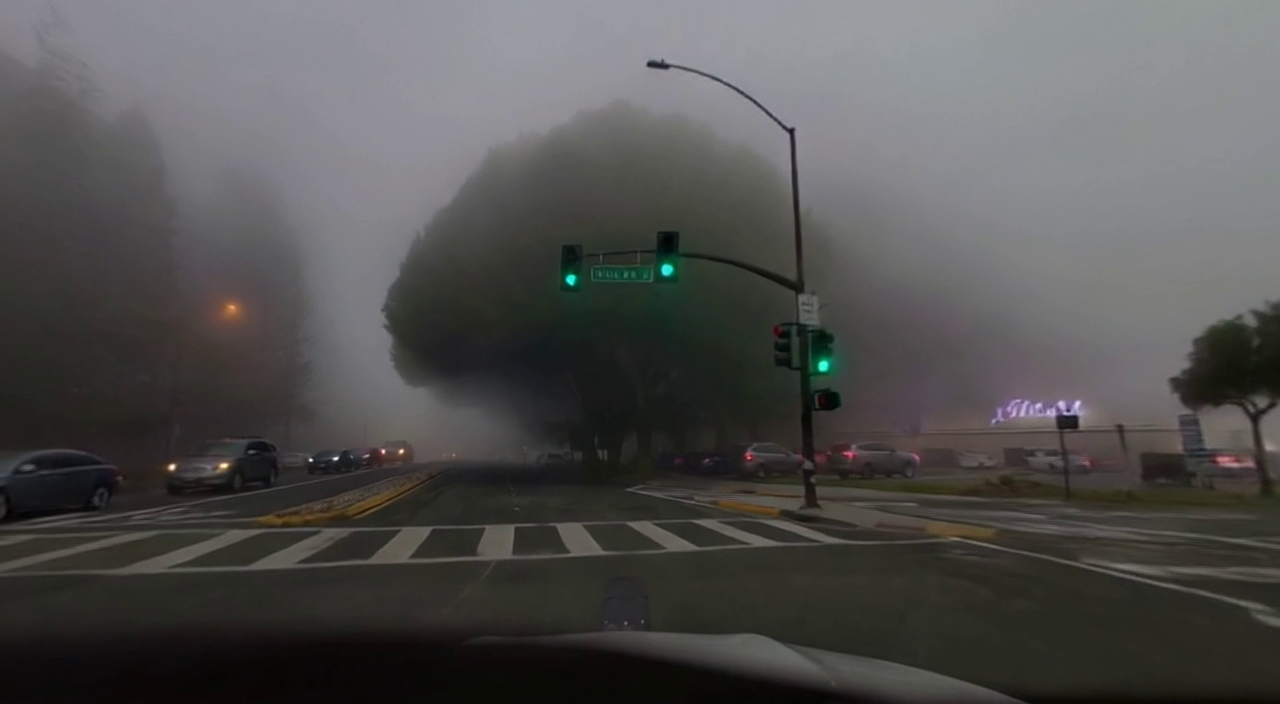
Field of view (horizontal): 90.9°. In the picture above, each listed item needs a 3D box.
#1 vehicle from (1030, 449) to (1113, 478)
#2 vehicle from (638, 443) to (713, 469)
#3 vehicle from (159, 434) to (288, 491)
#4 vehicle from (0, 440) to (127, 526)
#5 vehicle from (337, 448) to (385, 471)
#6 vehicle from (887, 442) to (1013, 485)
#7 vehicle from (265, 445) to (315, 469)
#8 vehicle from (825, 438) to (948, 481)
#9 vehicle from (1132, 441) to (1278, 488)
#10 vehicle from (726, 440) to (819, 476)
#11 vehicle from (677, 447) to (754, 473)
[{"bbox_3d":[23.387,6.007,34.168,4.324,1.437,1.865,5,-10,-29],"label":"vehicle"},{"bbox_3d":[2.468,7.246,44.107,4.843,1.748,1.985,2,-9,-16],"label":"vehicle"},{"bbox_3d":[-14.831,3.937,22.892,2.049,1.817,5.292,2,-9,-12],"label":"vehicle"},{"bbox_3d":[-12.392,2.440,11.932,1.961,1.492,4.702,1,-9,-9],"label":"vehicle"},{"bbox_3d":[-18.749,7.195,42.498,1.951,1.436,4.624,2,-9,-11],"label":"vehicle"},{"bbox_3d":[13.023,4.646,26.580,4.375,1.685,2.045,2,-9,-14],"label":"vehicle"},{"bbox_3d":[-27.398,8.232,49.534,1.882,1.706,4.938,0,-9,-10],"label":"vehicle"},{"bbox_3d":[11.503,4.962,29.401,5.314,1.829,2.018,3,-9,-23],"label":"vehicle"},{"bbox_3d":[22.058,4.368,24.653,4.530,1.696,1.979,2,-9,-15],"label":"vehicle"},{"bbox_3d":[6.986,5.542,33.166,4.669,1.770,1.896,5,-10,-30],"label":"vehicle"},{"bbox_3d":[4.586,6.494,38.179,4.257,1.474,1.751,3,-9,-20],"label":"vehicle"}]
